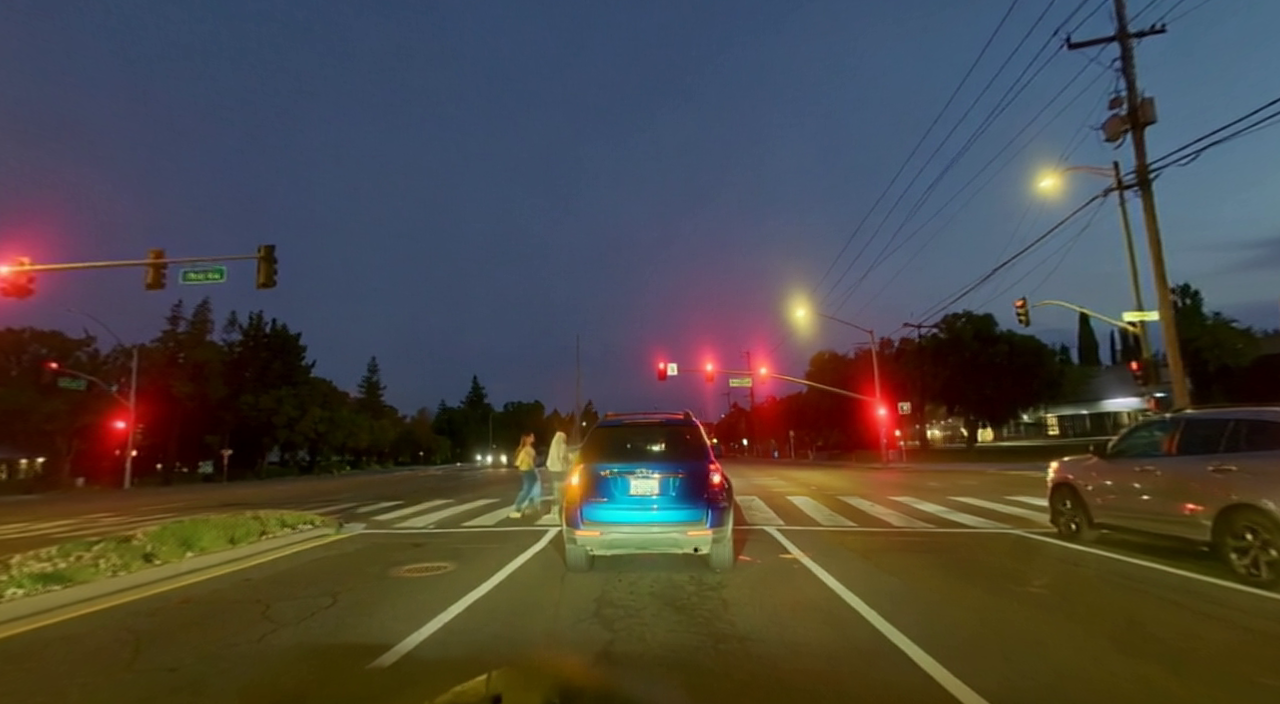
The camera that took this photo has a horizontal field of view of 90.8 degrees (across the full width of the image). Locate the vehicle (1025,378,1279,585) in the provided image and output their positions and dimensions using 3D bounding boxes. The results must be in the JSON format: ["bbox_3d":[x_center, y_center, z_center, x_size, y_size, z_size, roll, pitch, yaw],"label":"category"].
[{"bbox_3d":[6.800,1.354,6.982,2.119,1.827,4.806,-1,-9,1],"label":"vehicle"}]

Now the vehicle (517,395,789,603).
[{"bbox_3d":[0.118,1.559,7.523,2.285,1.729,4.252,0,-9,0],"label":"vehicle"}]
